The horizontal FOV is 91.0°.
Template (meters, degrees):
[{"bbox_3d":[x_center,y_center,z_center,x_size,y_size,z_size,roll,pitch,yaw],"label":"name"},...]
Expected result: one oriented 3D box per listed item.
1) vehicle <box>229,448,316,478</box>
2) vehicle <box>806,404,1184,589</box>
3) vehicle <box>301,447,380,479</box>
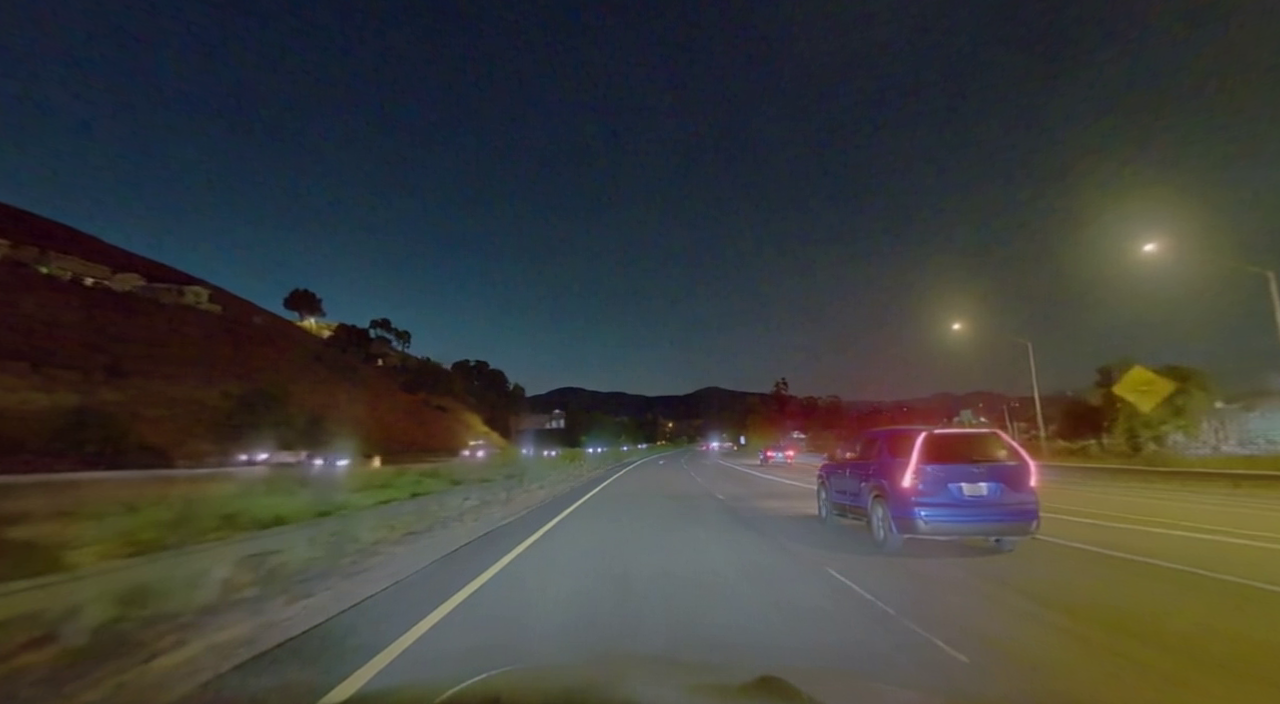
[{"bbox_3d":[-20.246,6.121,34.947,1.921,1.490,4.691,0,-9,1],"label":"vehicle"},{"bbox_3d":[4.055,1.742,8.445,2.318,1.766,4.587,0,-9,-1],"label":"vehicle"},{"bbox_3d":[-16.454,6.077,34.855,2.021,1.626,4.600,0,-9,1],"label":"vehicle"}]
